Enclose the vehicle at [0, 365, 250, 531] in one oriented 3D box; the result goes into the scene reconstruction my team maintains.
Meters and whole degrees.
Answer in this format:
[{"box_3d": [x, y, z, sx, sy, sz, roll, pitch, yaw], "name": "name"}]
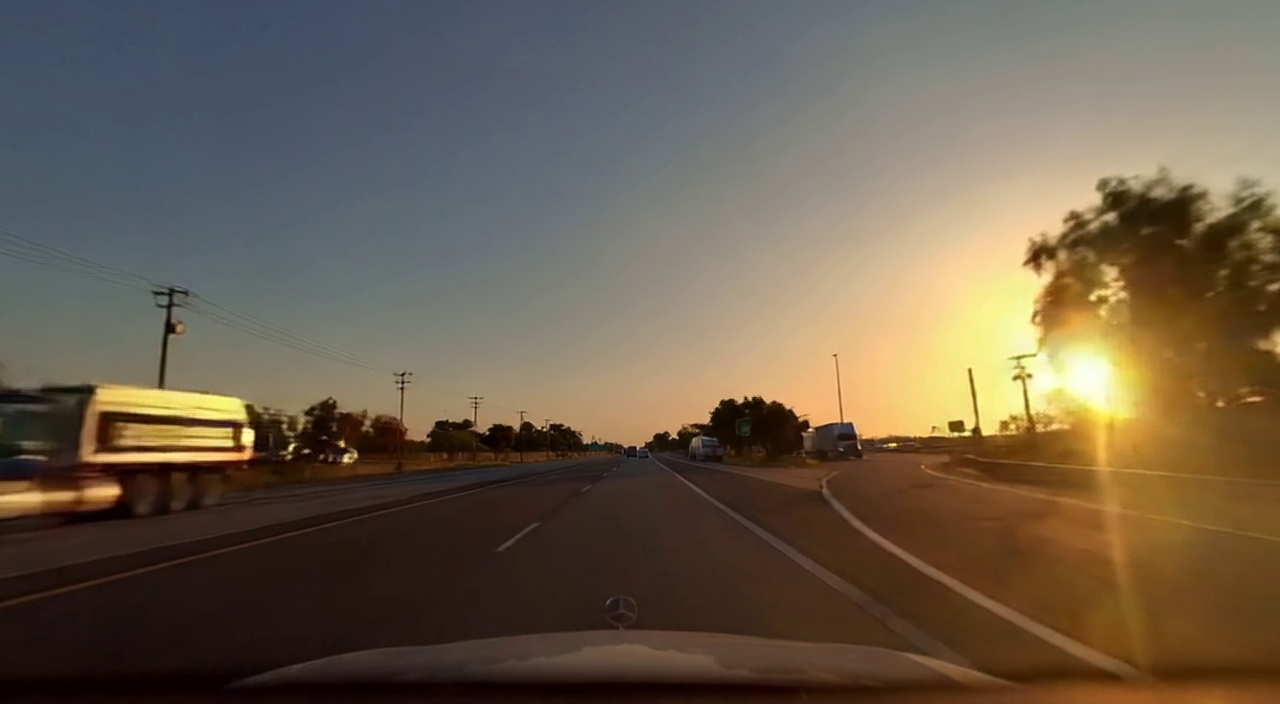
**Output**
[{"box_3d": [-16.335, 2.861, 18.481, 3.035, 3.814, 9.987, -1, -9, 1], "name": "vehicle"}]
